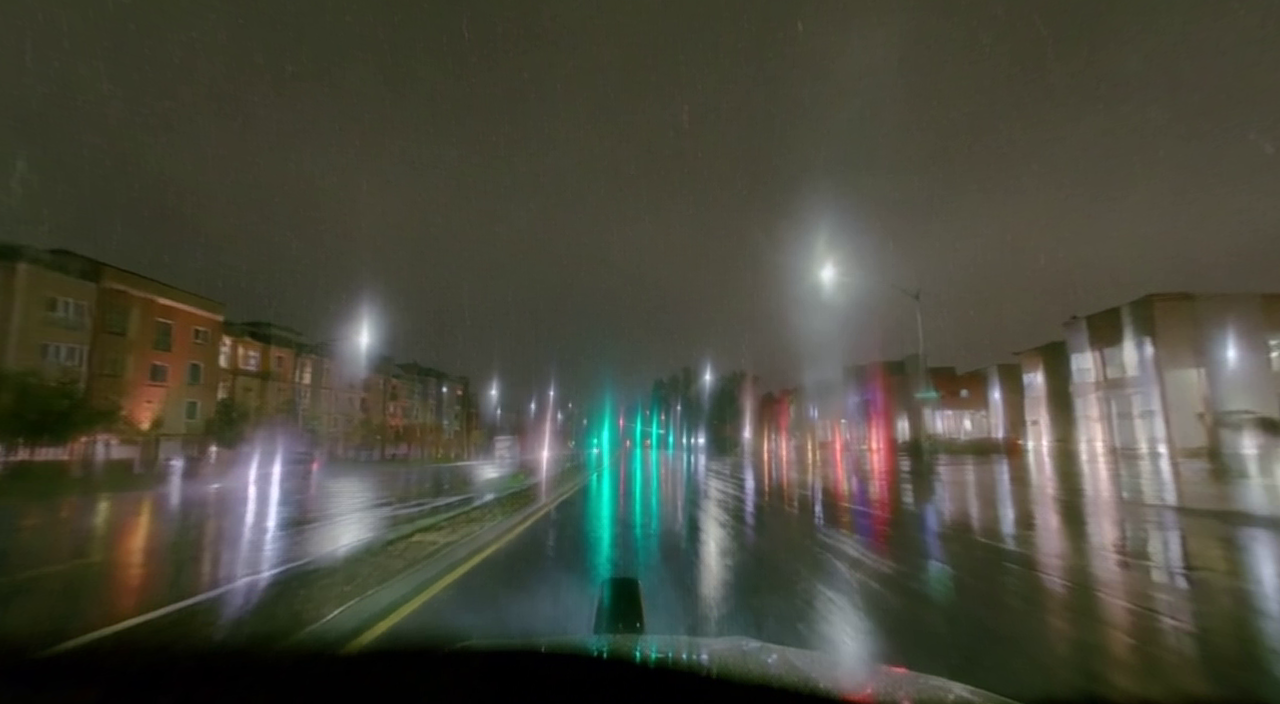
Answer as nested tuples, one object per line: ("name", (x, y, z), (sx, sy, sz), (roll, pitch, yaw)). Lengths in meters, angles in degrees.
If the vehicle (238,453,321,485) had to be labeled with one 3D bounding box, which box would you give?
("vehicle", (-19.304, 6.229, 34.048), (2.018, 1.476, 4.310), (-2, -9, -1))
